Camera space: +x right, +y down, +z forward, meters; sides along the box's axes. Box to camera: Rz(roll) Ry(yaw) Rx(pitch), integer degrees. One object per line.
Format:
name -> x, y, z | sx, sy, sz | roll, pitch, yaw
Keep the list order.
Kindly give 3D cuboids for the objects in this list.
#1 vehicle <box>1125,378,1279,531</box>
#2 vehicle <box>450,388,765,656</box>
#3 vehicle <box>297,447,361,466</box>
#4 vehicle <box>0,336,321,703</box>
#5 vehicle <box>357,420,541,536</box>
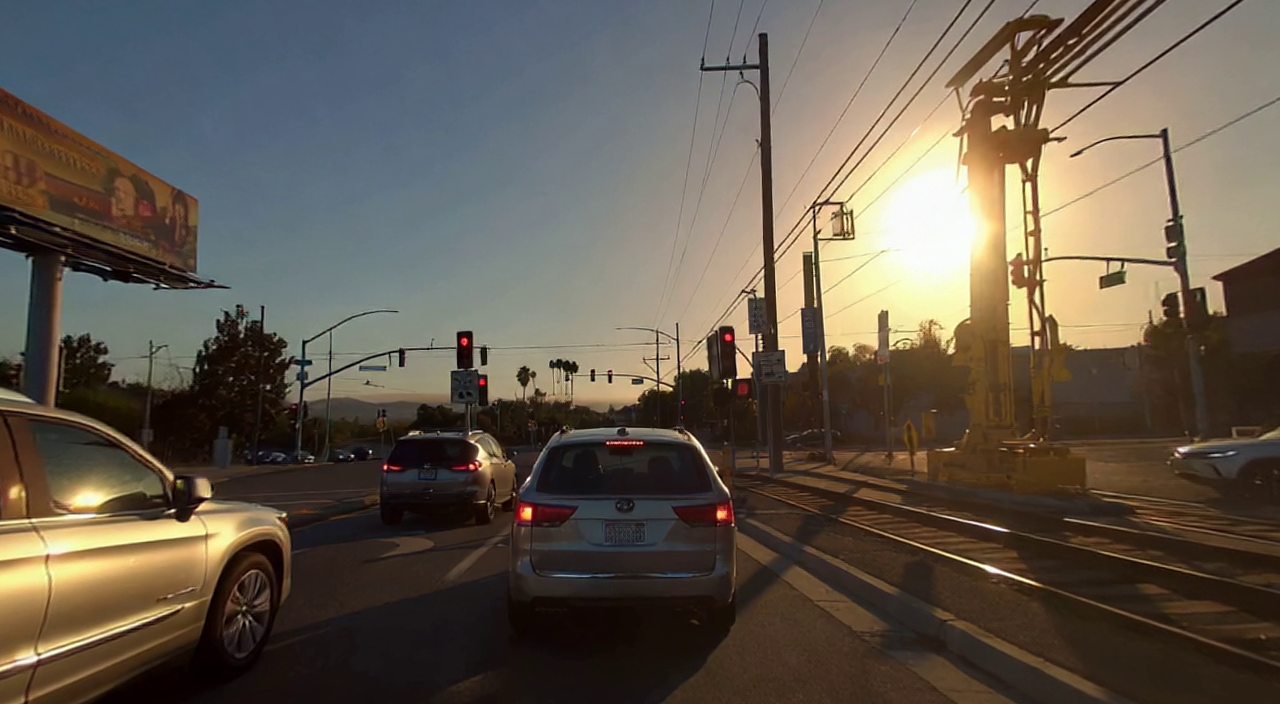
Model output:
vehicle -> 9.612, 1.314, 8.189 | 5.060, 1.702, 2.033 | 1, -9, -4
vehicle -> -0.207, 1.373, 5.983 | 2.025, 1.723, 3.644 | 0, -9, 0
vehicle -> -24.177, 8.089, 49.078 | 4.357, 1.444, 1.842 | -3, -9, 19
vehicle -> -3.924, 0.880, 3.086 | 2.052, 1.814, 5.184 | 0, -9, -1
vehicle -> -3.148, 2.182, 11.502 | 1.988, 1.678, 4.317 | 0, -9, 0
